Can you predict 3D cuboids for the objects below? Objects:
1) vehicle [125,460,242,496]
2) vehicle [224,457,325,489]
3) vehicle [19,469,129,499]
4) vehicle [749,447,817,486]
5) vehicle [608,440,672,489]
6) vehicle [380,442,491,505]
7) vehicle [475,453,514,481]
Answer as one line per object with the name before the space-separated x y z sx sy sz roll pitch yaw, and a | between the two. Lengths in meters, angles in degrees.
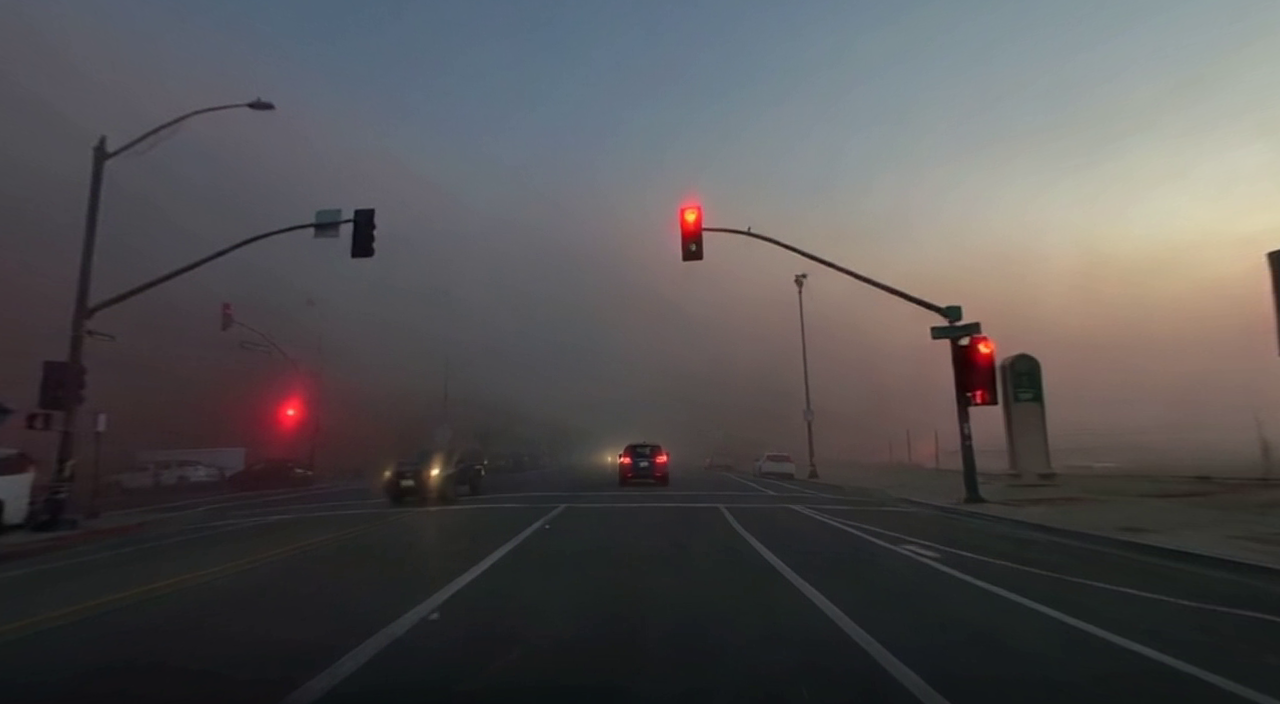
vehicle | -24.827 6.865 34.483 4.794 1.825 2.056 0 -8 1
vehicle | -19.852 6.637 34.453 4.212 1.641 1.935 -1 -13 2
vehicle | -30.833 7.202 34.504 4.323 1.491 1.758 0 -9 2
vehicle | 6.011 4.830 27.041 1.859 1.470 4.476 0 -8 0
vehicle | -0.009 3.973 22.697 2.086 1.575 4.205 0 -8 0
vehicle | -5.988 3.567 19.082 1.918 1.679 4.209 0 -8 0
vehicle | -10.877 8.613 47.541 1.887 1.576 4.530 -4 -6 -1
